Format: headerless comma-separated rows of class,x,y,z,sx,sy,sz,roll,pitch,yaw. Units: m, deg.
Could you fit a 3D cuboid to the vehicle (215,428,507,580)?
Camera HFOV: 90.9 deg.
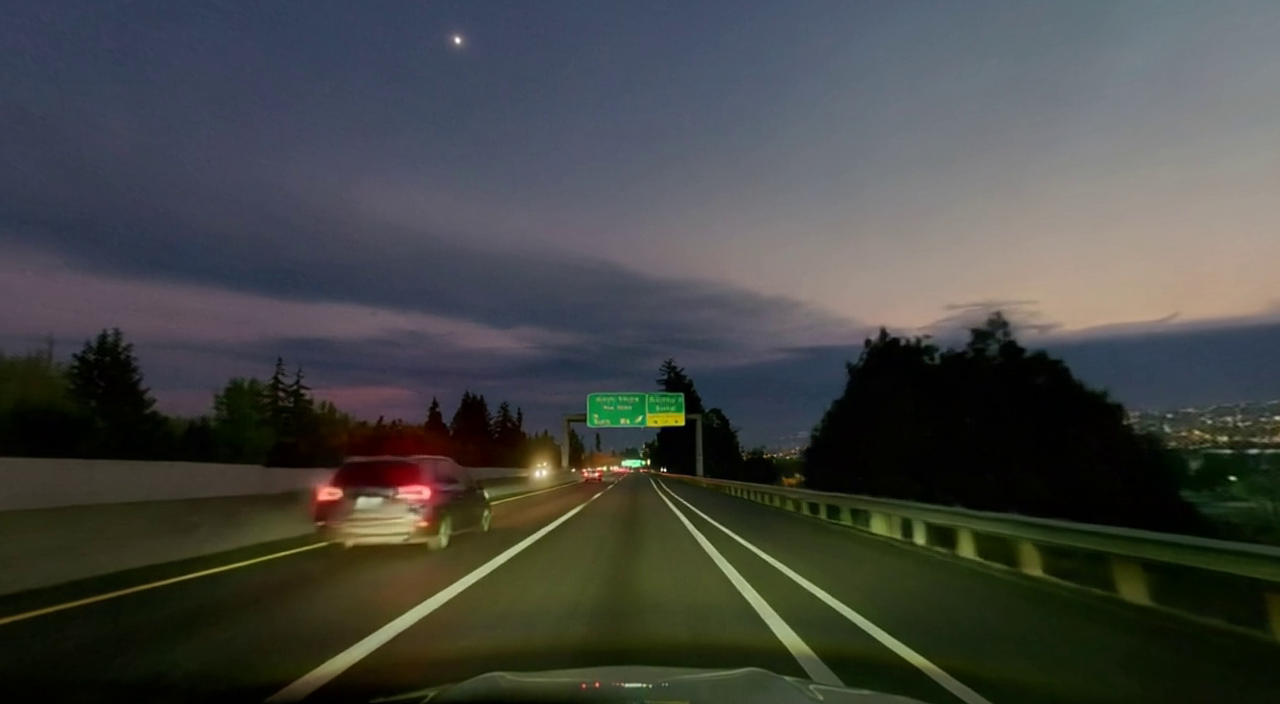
vehicle,-4.046,2.407,10.718,2.254,1.809,5.839,1,-10,0
